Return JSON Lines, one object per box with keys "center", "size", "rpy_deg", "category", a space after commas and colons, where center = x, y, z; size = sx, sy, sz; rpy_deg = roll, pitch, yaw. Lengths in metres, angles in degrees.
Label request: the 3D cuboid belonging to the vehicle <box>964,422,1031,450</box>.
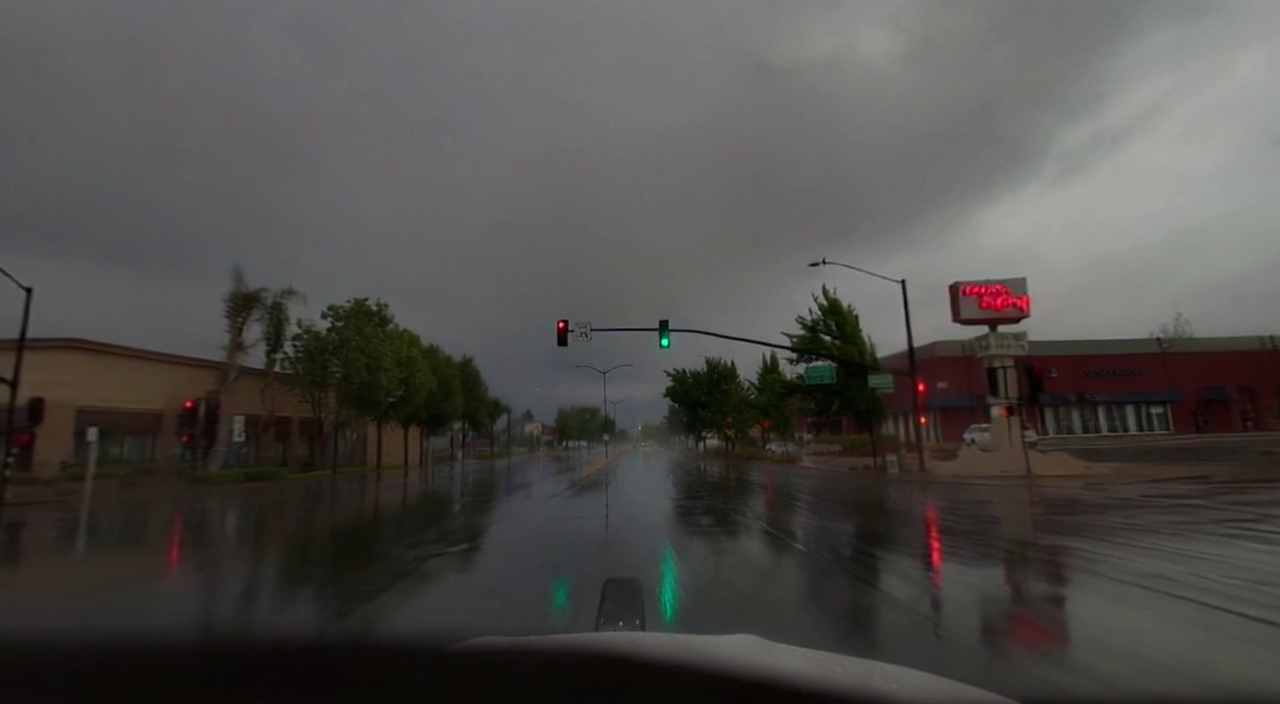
{"center": [24.237, 5.788, 43.021], "size": [1.948, 1.776, 4.266], "rpy_deg": [0, -9, -1], "category": "vehicle"}
